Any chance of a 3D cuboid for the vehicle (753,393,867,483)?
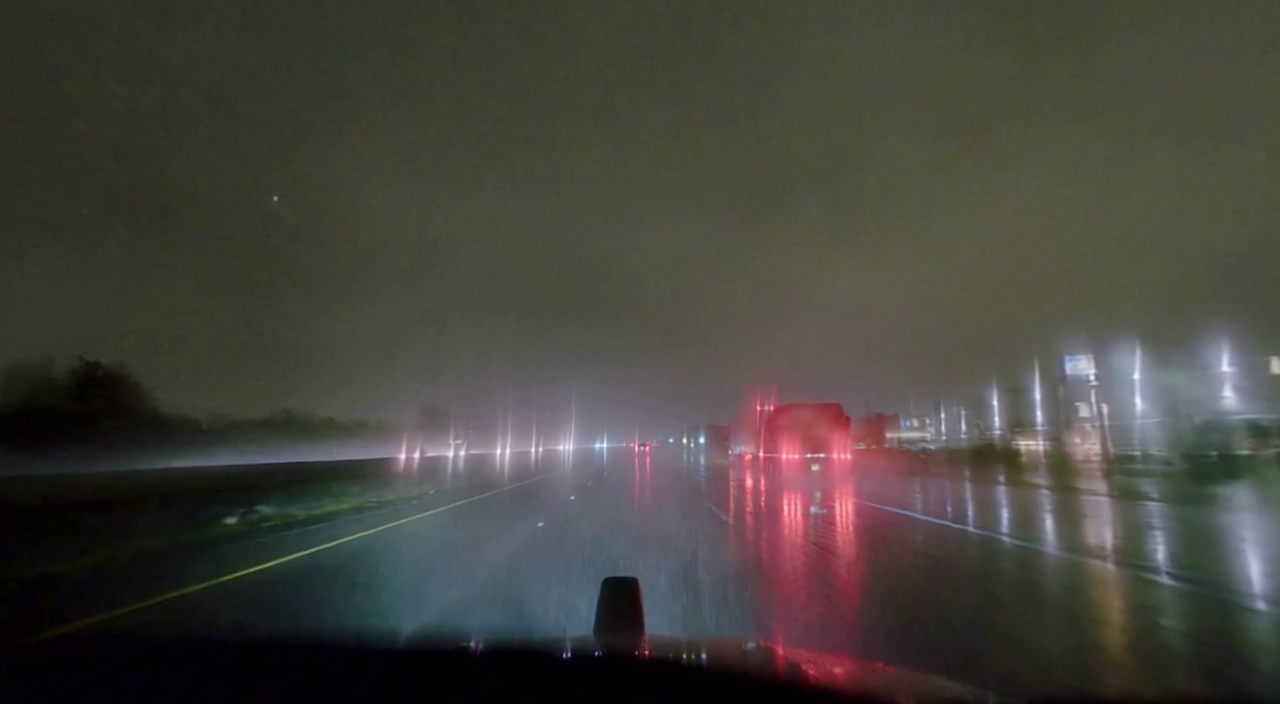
[{"bbox_3d":[6.835,3.678,26.759,2.793,3.204,7.997,0,-8,2],"label":"vehicle"}]
